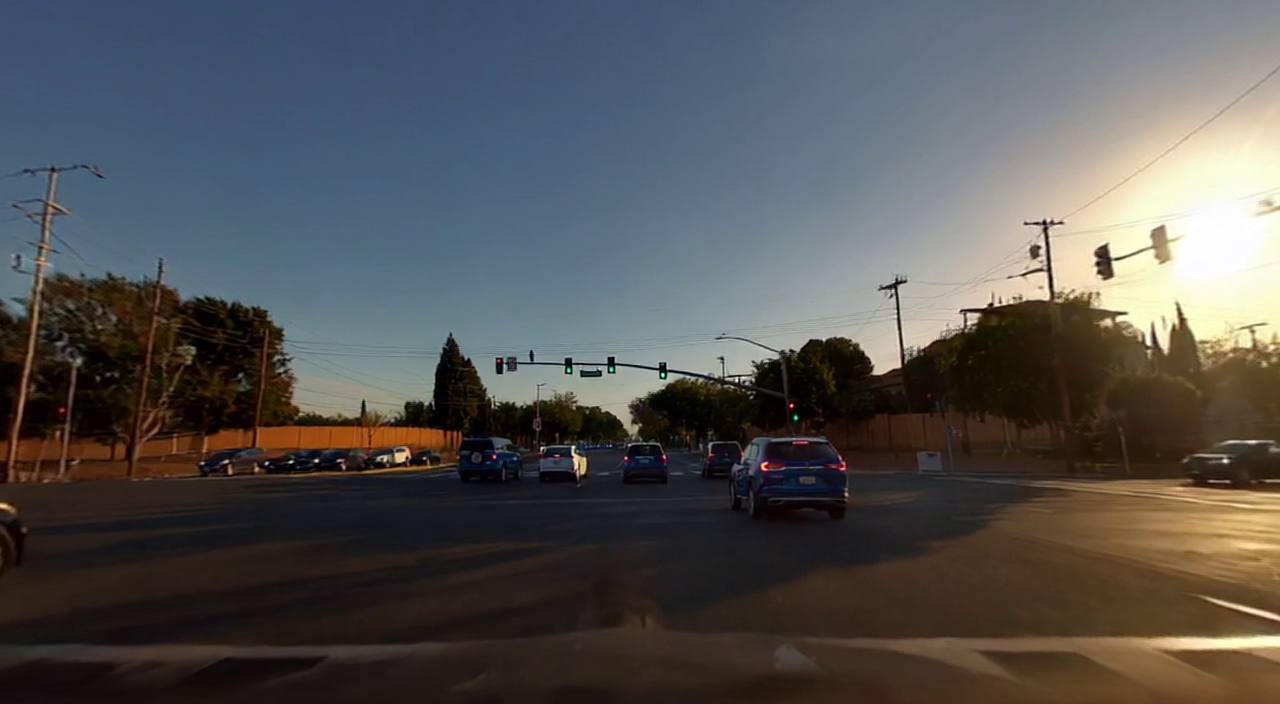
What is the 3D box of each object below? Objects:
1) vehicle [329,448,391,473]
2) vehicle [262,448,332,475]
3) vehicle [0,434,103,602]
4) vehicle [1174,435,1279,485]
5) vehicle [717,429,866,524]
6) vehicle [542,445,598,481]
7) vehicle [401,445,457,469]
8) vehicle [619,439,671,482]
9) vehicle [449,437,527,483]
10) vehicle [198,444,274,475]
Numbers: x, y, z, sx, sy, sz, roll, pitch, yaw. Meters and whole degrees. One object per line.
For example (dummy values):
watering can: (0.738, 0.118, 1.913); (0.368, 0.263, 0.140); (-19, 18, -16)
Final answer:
vehicle: (-18.188, 7.035, 41.239); (1.994, 1.496, 4.211); (0, -9, 2)
vehicle: (-21.482, 6.860, 39.743); (1.891, 1.577, 4.238); (-1, -9, 3)
vehicle: (-6.635, 1.274, 4.284); (1.930, 1.468, 4.560); (0, -9, 1)
vehicle: (20.374, 3.426, 20.193); (4.830, 1.493, 1.930); (0, -9, -1)
vehicle: (2.946, 2.540, 13.440); (2.034, 1.655, 4.465); (0, -9, 0)
vehicle: (-3.042, 4.947, 28.469); (1.881, 1.466, 4.484); (0, -9, 2)
vehicle: (-14.826, 7.379, 44.654); (2.129, 1.554, 4.627); (-2, -9, 3)
vehicle: (0.264, 4.684, 27.606); (2.111, 1.712, 4.078); (0, -9, 1)
vehicle: (-6.498, 4.682, 27.635); (2.116, 1.812, 4.609); (0, -9, 2)
vehicle: (-24.835, 6.607, 39.031); (1.889, 1.814, 4.086); (0, -9, 1)
